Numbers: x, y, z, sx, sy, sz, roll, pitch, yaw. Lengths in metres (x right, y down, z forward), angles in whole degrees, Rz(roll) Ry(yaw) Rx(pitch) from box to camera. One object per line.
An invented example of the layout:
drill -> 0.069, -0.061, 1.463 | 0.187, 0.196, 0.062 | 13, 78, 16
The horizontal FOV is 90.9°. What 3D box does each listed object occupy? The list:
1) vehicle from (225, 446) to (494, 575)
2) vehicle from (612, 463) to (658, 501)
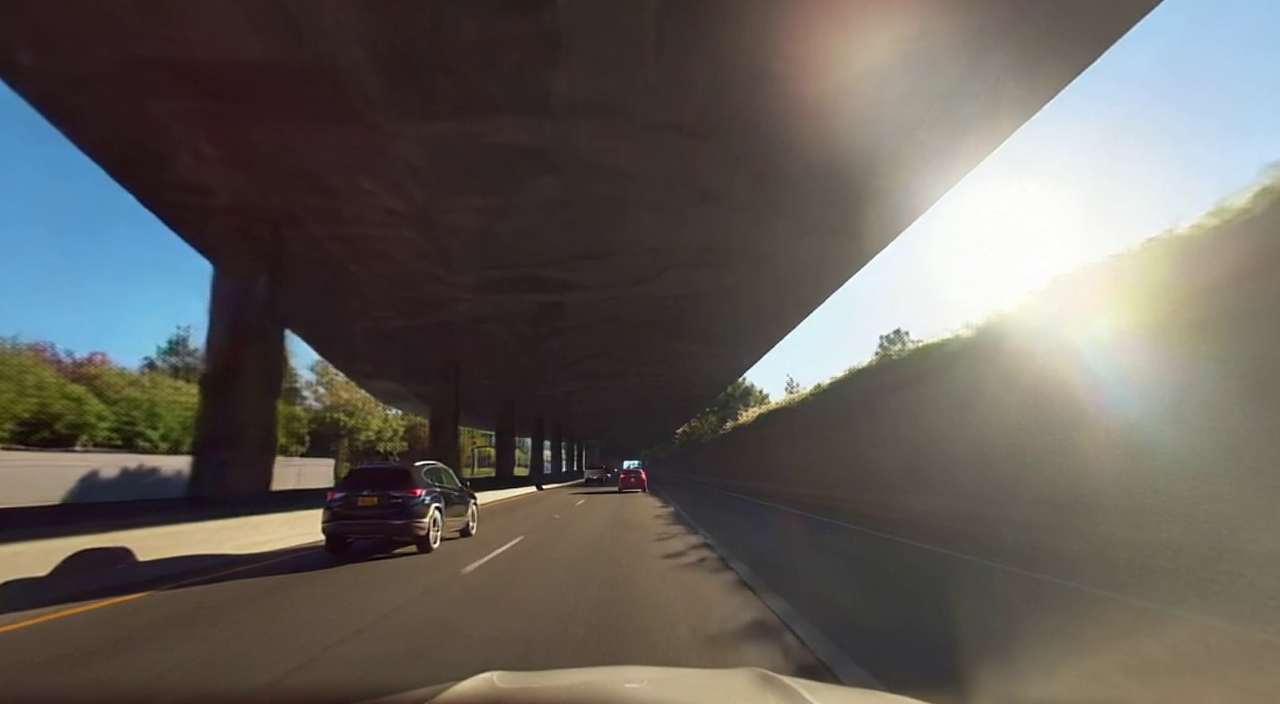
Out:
vehicle -> -3.960, 2.369, 10.053 | 2.102, 1.521, 4.687 | 1, -11, 0
vehicle -> -0.252, 6.048, 29.437 | 1.992, 1.601, 3.762 | 1, -11, -1
